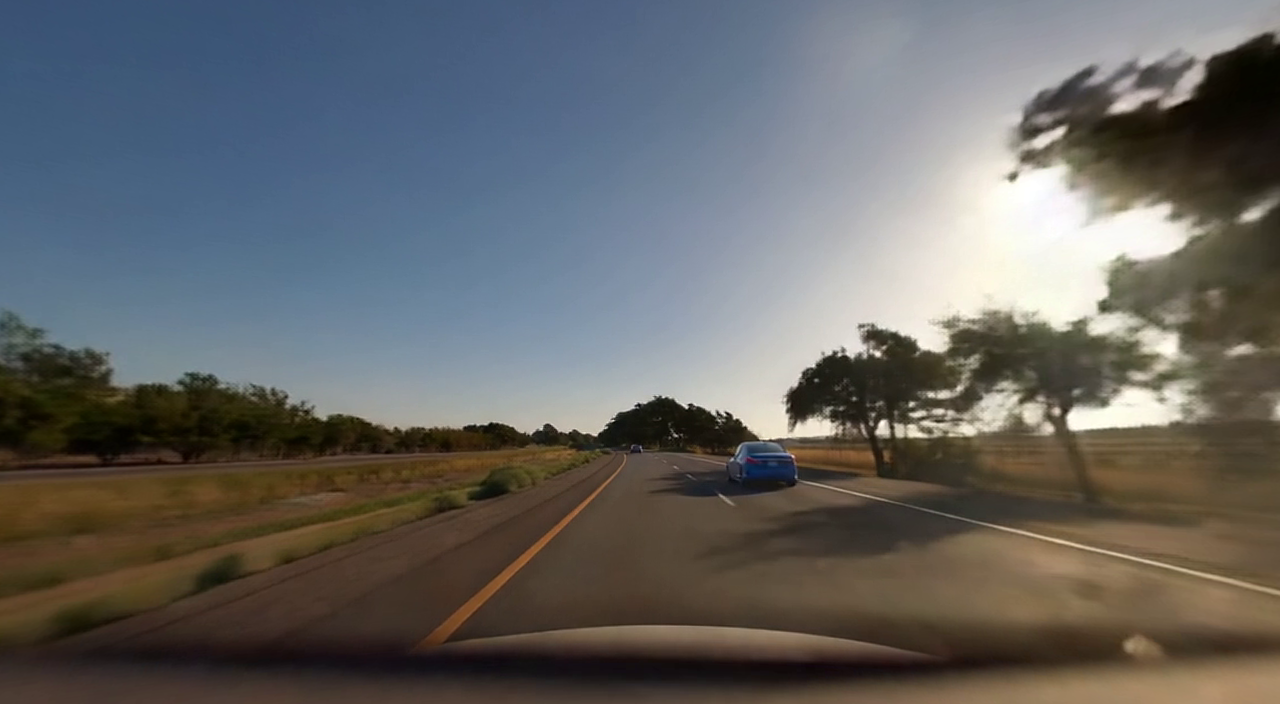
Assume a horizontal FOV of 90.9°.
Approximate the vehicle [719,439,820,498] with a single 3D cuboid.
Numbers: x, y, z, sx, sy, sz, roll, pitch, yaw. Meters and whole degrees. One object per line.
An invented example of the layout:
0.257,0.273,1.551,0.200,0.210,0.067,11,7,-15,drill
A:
3.560,3.286,18.259,2.003,1.466,4.441,0,-9,0,vehicle
